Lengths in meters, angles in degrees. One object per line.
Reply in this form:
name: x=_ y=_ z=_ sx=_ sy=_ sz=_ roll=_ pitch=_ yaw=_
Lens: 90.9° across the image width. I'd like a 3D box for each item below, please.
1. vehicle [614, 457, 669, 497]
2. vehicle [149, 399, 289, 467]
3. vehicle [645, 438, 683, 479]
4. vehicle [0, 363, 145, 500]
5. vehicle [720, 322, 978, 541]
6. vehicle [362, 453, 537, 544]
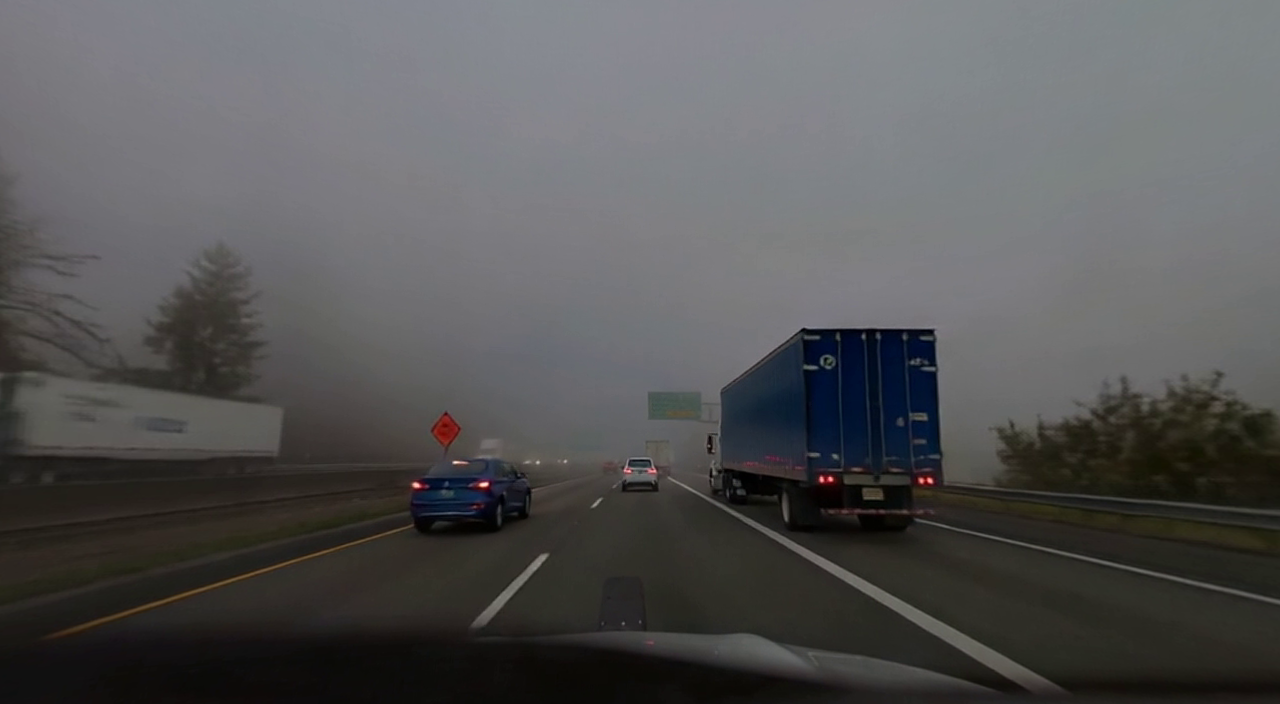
vehicle: x=0.056 y=5.150 z=26.292 sx=2.089 sy=1.516 sz=4.191 roll=0 pitch=-9 yaw=0
vehicle: x=-19.791 y=3.965 z=30.133 sx=2.227 sy=2.883 sz=6.175 roll=0 pitch=-9 yaw=1
vehicle: x=1.968 y=8.286 z=48.963 sx=2.650 sy=2.978 sz=6.937 roll=-1 pitch=-10 yaw=4
vehicle: x=-19.831 y=2.435 z=18.952 sx=2.967 sy=3.881 sz=8.316 roll=0 pitch=-9 yaw=0
vehicle: x=4.684 y=2.521 z=18.565 sx=2.877 sy=4.035 sz=13.897 roll=0 pitch=-9 yaw=0
vehicle: x=-3.470 y=2.742 z=12.451 sx=2.105 sy=1.467 sz=4.099 roll=0 pitch=-9 yaw=1
